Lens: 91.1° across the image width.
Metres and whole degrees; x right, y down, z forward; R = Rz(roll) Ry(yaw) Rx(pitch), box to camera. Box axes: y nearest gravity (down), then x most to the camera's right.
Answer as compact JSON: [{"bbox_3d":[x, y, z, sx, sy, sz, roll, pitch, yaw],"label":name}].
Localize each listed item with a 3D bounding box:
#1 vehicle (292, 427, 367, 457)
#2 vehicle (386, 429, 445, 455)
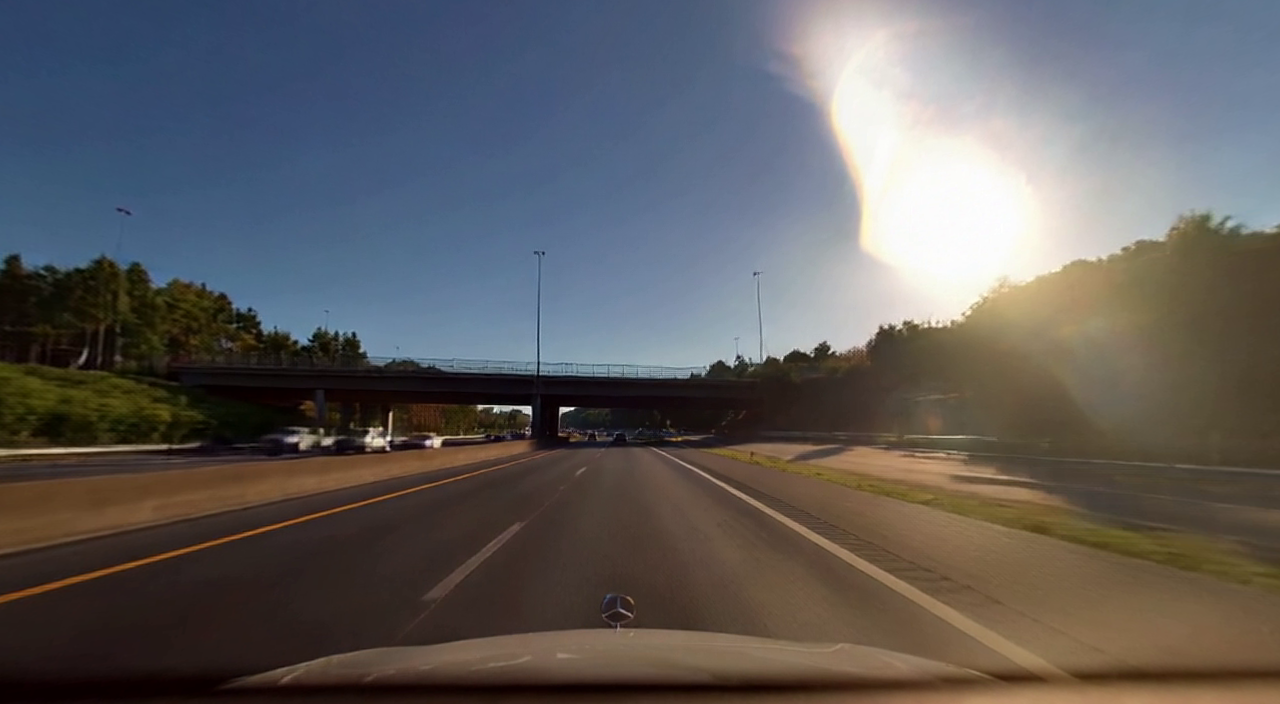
[{"bbox_3d":[-17.446,5.093,35.625,2.020,1.560,4.520,0,-8,-1],"label":"vehicle"},{"bbox_3d":[-13.888,5.596,39.199,1.946,1.529,4.955,0,-8,-1],"label":"vehicle"}]
